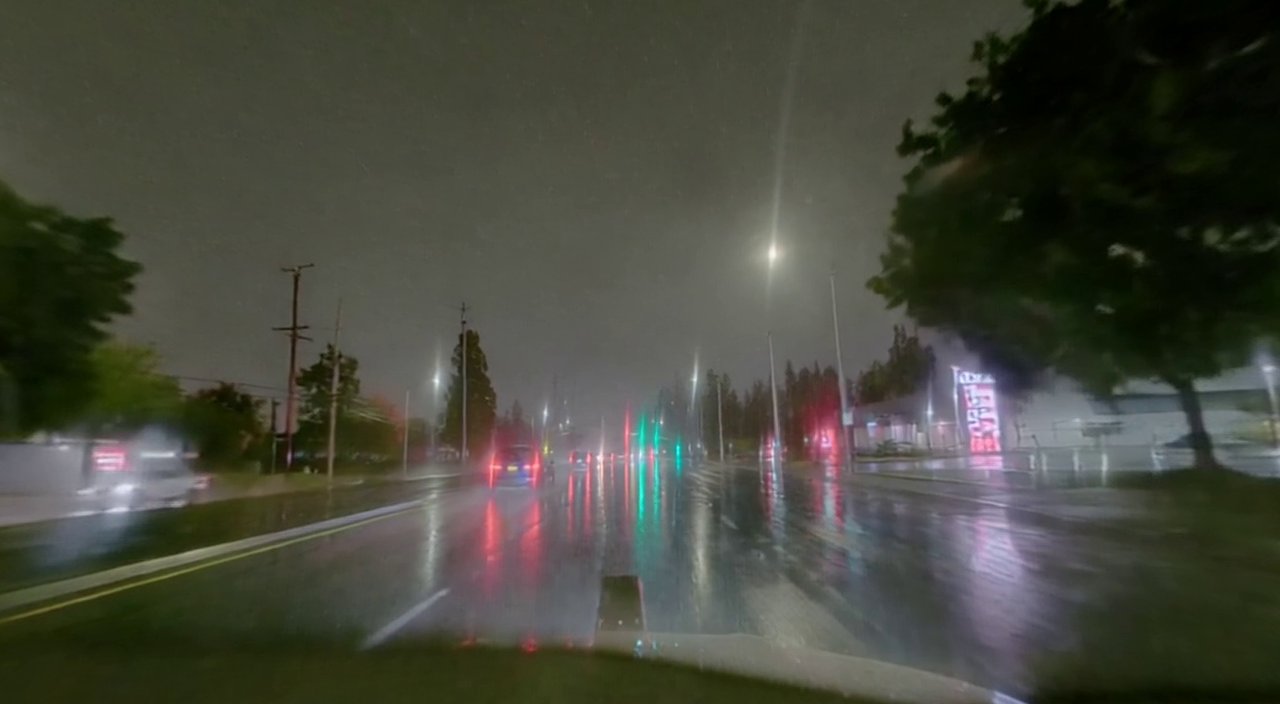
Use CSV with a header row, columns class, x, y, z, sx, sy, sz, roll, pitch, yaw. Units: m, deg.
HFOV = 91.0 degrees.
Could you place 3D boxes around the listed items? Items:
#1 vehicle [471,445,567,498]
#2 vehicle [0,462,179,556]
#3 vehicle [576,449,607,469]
class,x,y,z,sx,sy,sz,roll,pitch,yaw
vehicle,-3.592,3.634,19.586,2.076,1.444,4.328,0,-9,1
vehicle,-8.067,1.842,7.673,2.700,0.905,2.928,0,-9,-1
vehicle,-3.754,8.435,49.590,2.039,1.479,4.257,0,-9,0
